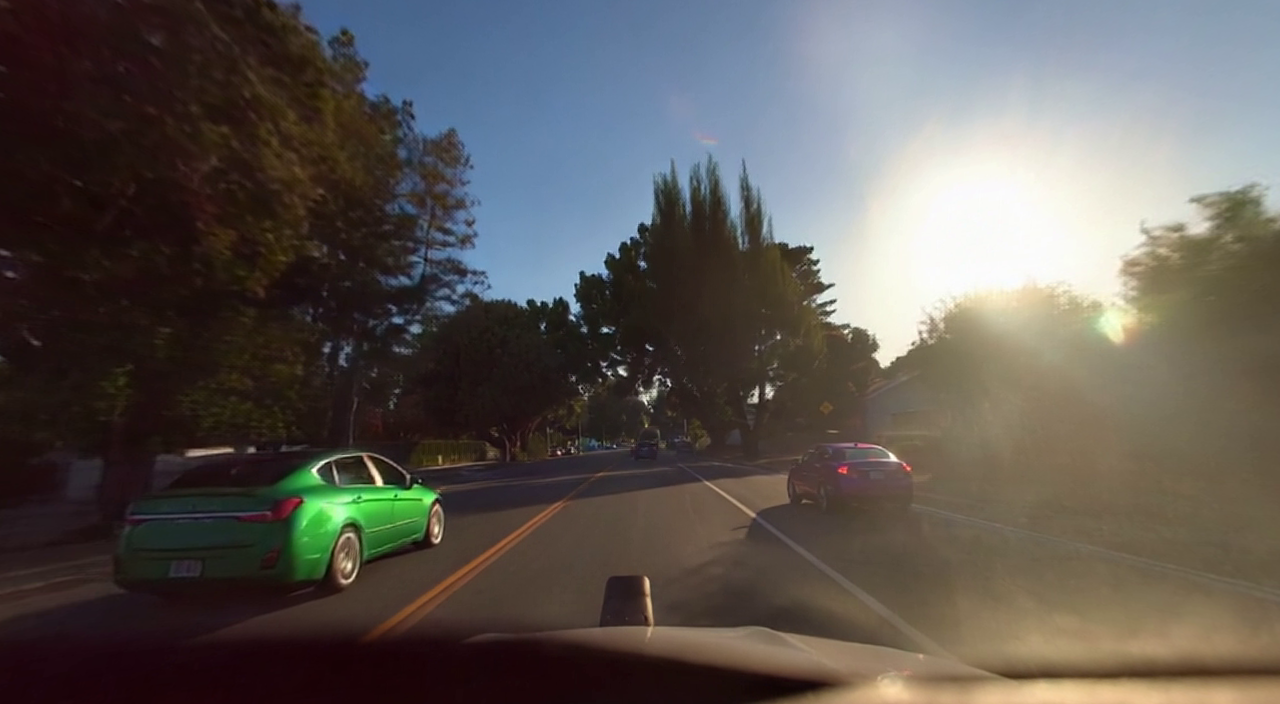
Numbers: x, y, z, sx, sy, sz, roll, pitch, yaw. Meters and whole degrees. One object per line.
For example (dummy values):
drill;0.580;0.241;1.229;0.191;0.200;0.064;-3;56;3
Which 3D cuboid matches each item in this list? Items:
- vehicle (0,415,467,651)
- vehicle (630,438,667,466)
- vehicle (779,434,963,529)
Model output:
vehicle;-3.658;1.533;6.722;2.162;1.546;4.889;-1;-7;1
vehicle;0.588;6.311;40.060;2.206;1.525;4.695;-1;-7;1
vehicle;4.228;2.386;12.450;1.943;1.471;4.515;-1;-7;0
